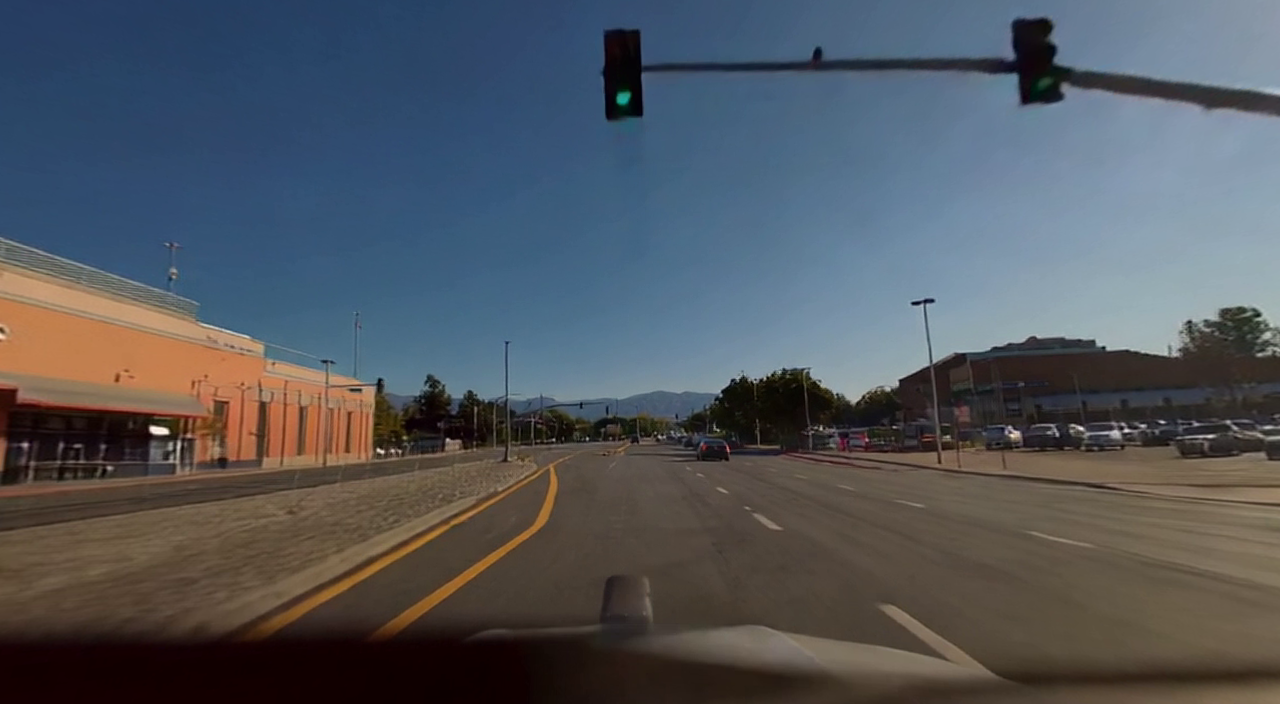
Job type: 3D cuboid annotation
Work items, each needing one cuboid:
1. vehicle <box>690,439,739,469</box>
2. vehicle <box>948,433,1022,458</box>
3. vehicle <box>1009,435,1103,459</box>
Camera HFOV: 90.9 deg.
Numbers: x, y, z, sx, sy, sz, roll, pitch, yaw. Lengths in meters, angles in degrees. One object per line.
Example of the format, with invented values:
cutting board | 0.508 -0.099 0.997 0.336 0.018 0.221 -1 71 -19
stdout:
vehicle | 3.972 5.527 34.291 2.038 1.528 4.259 0 -8 -1
vehicle | 26.386 7.138 48.269 4.544 1.474 1.772 -4 -7 -5
vehicle | 26.693 6.097 40.488 4.691 1.436 1.988 0 -8 -4
